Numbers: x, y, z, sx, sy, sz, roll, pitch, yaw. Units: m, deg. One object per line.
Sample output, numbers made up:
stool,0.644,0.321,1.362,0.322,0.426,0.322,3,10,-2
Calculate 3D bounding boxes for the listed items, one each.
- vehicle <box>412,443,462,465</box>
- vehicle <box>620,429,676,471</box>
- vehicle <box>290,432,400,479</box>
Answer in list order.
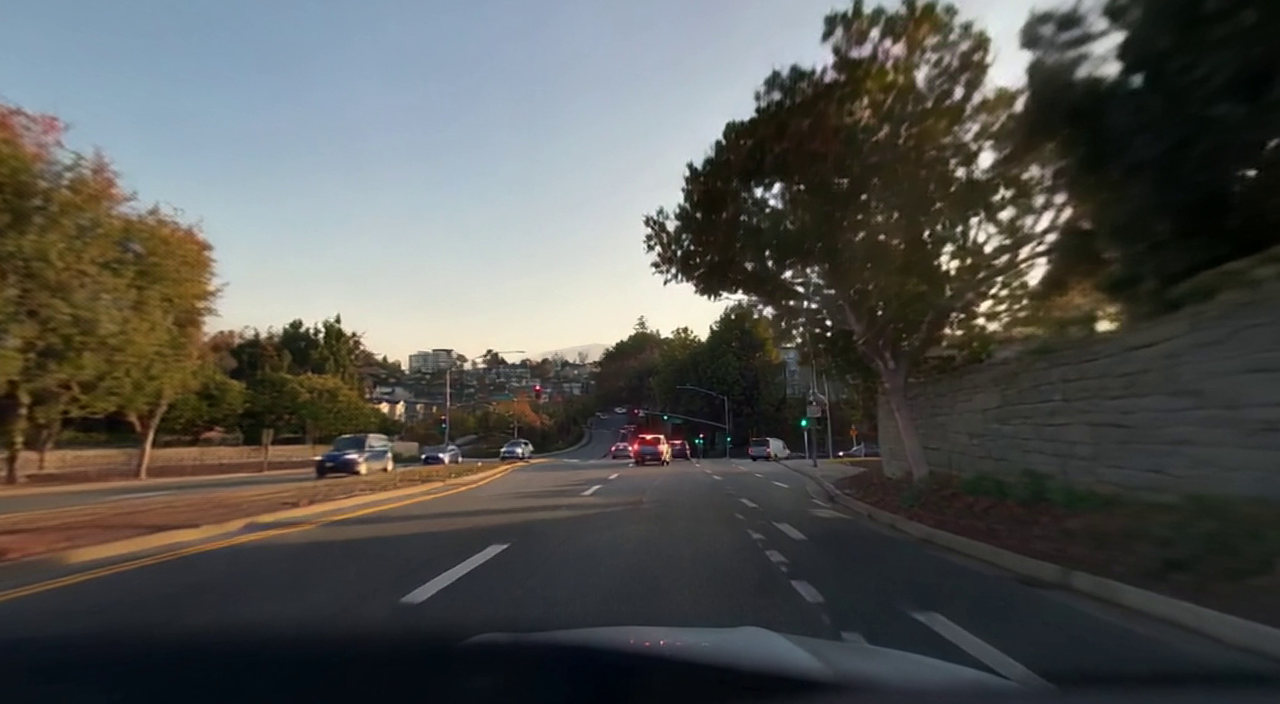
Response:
vehicle,-15.406,7.778,47.901,1.924,1.598,4.652,-1,-9,5
vehicle,0.456,4.732,30.441,2.152,1.822,4.391,-1,-9,8
vehicle,-12.213,4.316,26.448,2.111,1.751,4.757,-1,-8,3
